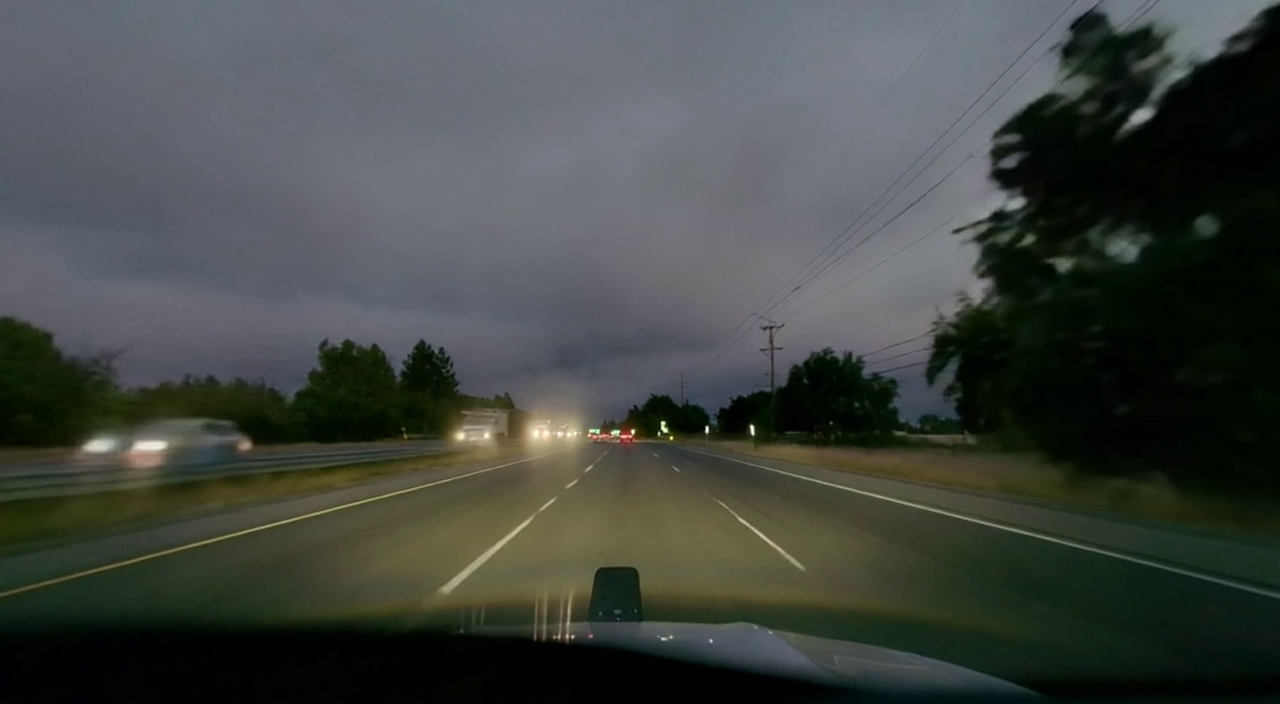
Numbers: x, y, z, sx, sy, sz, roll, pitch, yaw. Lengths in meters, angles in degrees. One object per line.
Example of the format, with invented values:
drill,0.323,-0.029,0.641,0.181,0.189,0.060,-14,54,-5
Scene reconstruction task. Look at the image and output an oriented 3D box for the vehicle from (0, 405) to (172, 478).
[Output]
vehicle,-13.226,2.080,14.749,1.838,1.491,3.446,0,-8,0
